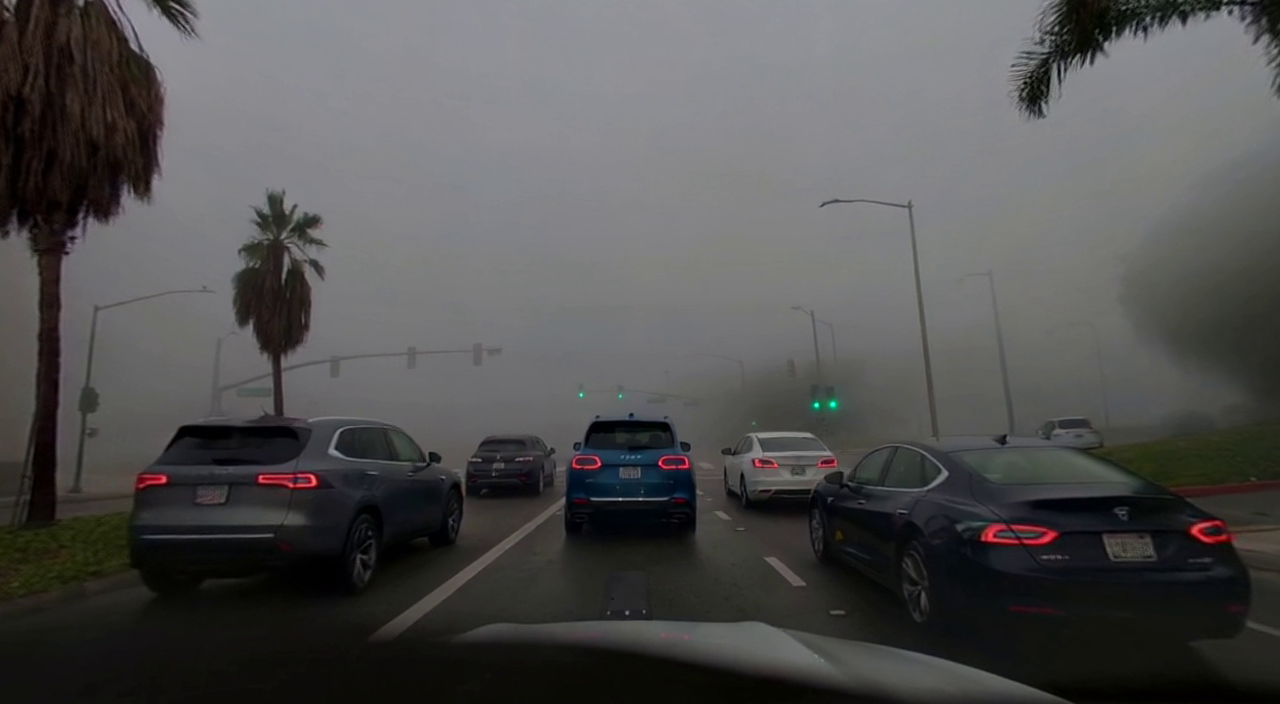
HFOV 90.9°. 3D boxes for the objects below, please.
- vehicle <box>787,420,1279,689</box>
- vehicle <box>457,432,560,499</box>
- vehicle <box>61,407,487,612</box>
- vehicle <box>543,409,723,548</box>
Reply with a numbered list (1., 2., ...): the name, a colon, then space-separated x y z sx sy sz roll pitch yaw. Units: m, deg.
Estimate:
1. vehicle: 2.969 1.477 5.907 2.017 1.491 4.611 0 -8 -1
2. vehicle: -3.376 2.981 16.914 1.927 1.568 3.733 0 -8 0
3. vehicle: -3.332 1.529 7.065 2.014 1.534 4.455 0 -9 1
4. vehicle: -0.144 1.928 10.267 2.280 1.747 4.361 0 -8 -2
